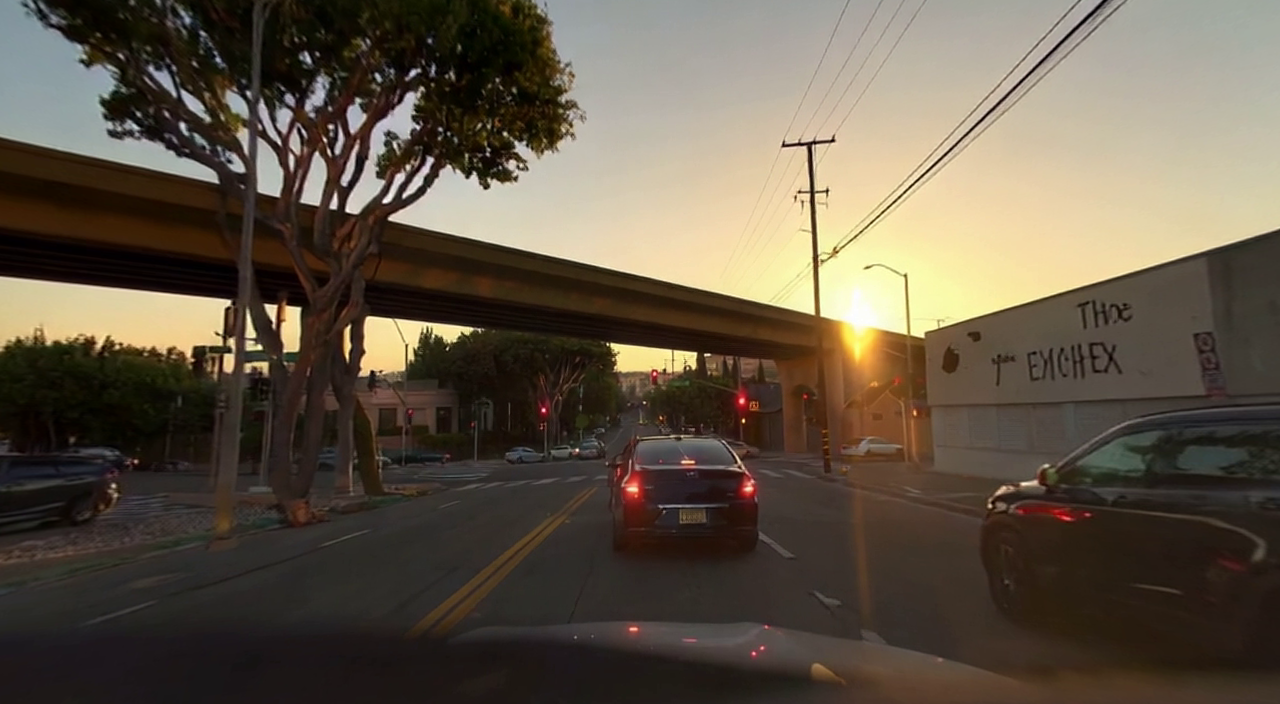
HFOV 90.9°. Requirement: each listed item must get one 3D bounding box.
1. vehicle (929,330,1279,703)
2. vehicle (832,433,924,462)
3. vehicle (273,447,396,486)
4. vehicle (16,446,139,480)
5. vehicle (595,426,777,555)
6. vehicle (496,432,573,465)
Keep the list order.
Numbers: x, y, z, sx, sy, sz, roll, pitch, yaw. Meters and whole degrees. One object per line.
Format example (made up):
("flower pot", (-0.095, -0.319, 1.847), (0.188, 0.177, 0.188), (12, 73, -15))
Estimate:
("vehicle", (3.540, 0.916, 3.174), (2.062, 1.781, 4.488), (0, -8, 1))
("vehicle", (13.099, 5.263, 34.787), (4.302, 1.543, 1.860), (1, -8, -10))
("vehicle", (-12.806, 4.768, 26.727), (1.873, 1.462, 4.283), (-5, -10, 31))
("vehicle", (-29.277, 5.749, 32.909), (4.474, 1.673, 2.010), (0, -8, 1))
("vehicle", (0.551, 1.911, 9.442), (2.101, 1.467, 4.210), (0, -8, 1))
("vehicle", (-6.501, 6.068, 39.777), (2.322, 1.916, 5.640), (-3, -9, 19))
